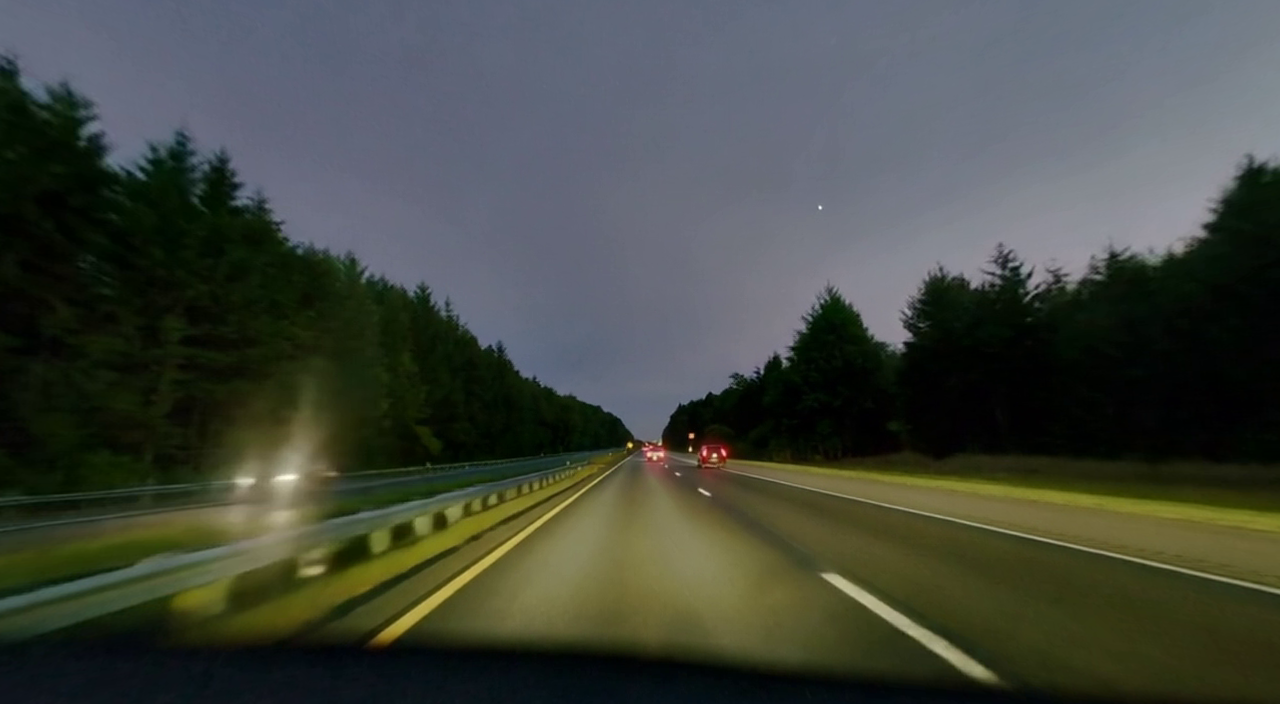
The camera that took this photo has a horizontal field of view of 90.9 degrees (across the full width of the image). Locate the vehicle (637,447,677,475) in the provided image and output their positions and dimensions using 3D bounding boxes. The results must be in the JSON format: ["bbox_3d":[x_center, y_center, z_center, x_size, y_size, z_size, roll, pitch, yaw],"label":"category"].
[{"bbox_3d":[0.914,6.226,36.325,2.162,1.492,3.975,0,-9,-1],"label":"vehicle"}]

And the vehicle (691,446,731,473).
[{"bbox_3d":[4.222,6.471,38.036,1.846,1.485,3.679,0,-9,-2],"label":"vehicle"}]

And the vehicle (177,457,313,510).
[{"bbox_3d":[-12.699,4.214,20.608,1.834,1.494,3.993,0,-9,0],"label":"vehicle"}]
